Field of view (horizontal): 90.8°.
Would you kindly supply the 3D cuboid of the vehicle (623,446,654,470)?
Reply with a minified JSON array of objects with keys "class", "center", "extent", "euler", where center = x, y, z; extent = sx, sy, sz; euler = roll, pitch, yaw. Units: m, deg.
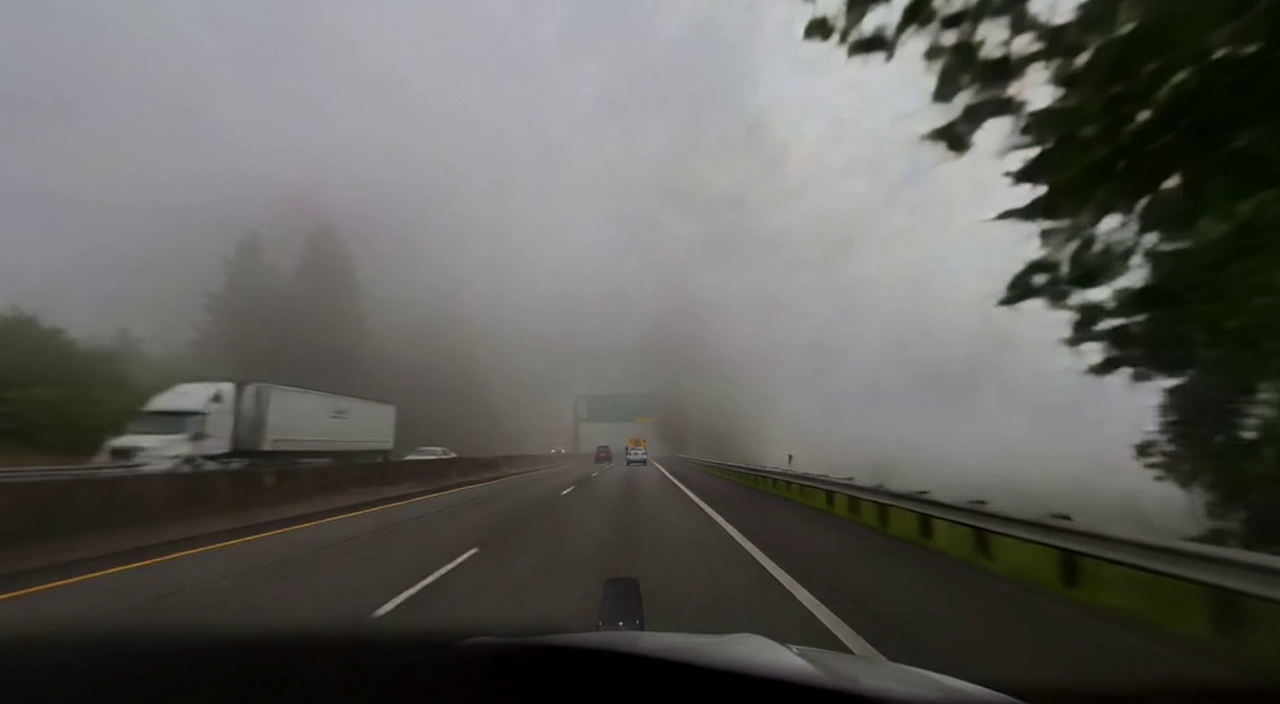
[{"class":"vehicle","center":[-0.099,6.564,39.226],"extent":[1.853,1.436,3.438],"euler":[0,-9,-1]}]

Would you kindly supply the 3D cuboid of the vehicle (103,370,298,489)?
[{"class":"vehicle","center":[-16.242,3.018,24.001],"extent":[2.910,3.942,5.877],"euler":[0,-9,0]}]

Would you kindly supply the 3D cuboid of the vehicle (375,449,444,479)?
[{"class":"vehicle","center":[-11.648,5.675,32.176],"extent":[1.932,1.384,4.216],"euler":[0,-9,0]}]
